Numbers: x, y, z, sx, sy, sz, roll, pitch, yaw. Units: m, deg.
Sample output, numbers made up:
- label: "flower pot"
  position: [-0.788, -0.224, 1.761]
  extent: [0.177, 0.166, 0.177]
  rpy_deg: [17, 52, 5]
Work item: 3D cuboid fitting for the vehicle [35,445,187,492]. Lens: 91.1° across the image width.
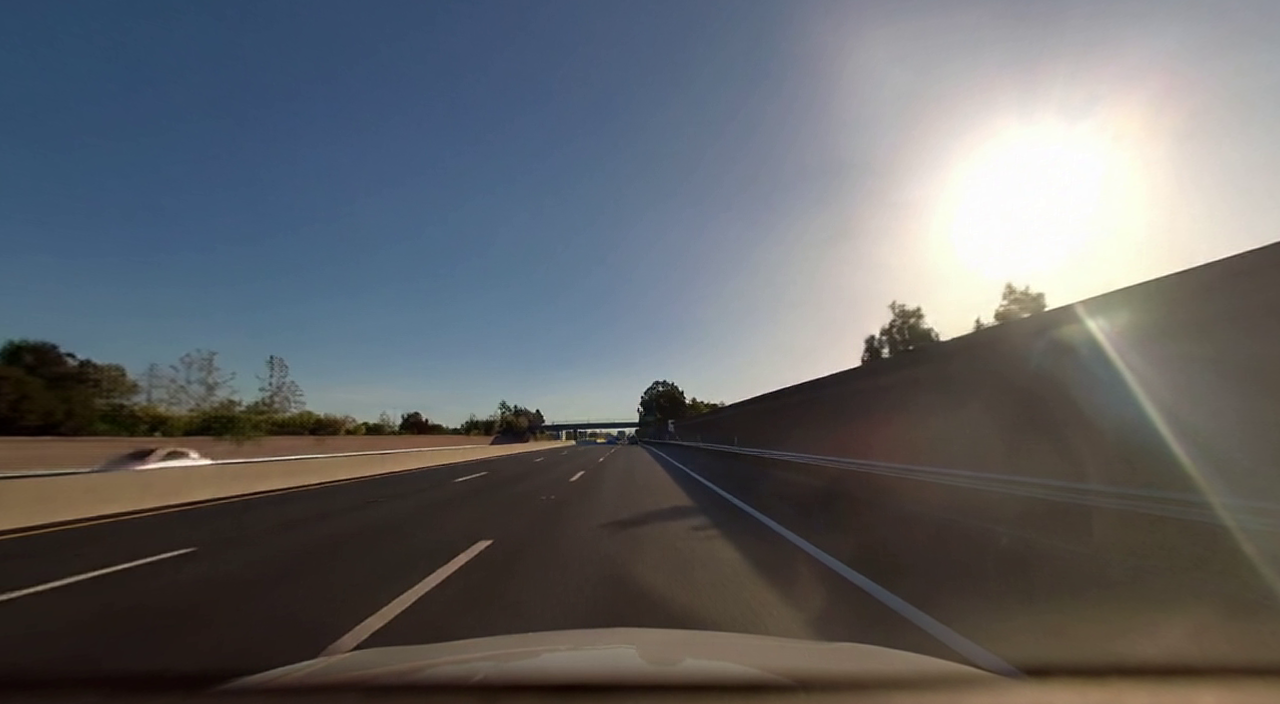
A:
- label: "vehicle"
  position: [-19.738, 4.332, 23.779]
  extent: [1.866, 1.512, 4.514]
  rpy_deg: [0, -8, 0]
